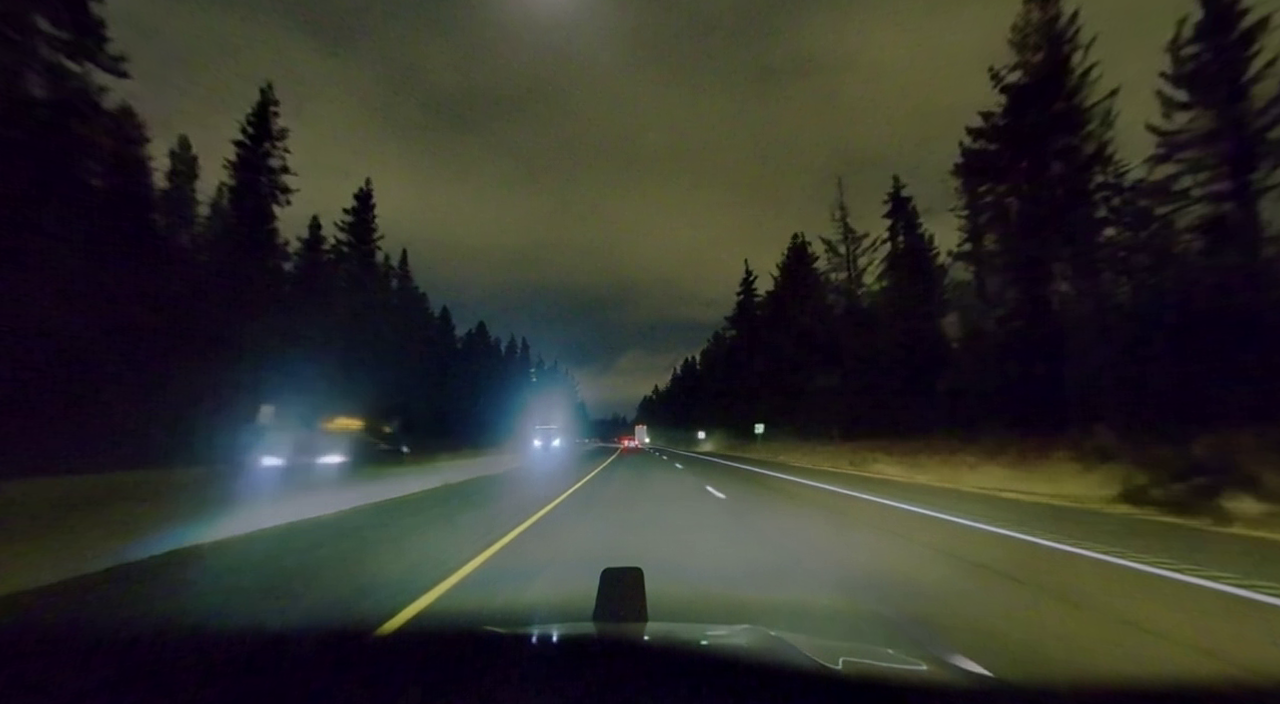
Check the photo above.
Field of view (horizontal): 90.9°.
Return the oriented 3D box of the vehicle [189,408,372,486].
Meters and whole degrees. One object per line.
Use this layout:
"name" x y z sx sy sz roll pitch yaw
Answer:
"vehicle" -9.542 2.602 17.378 2.147 1.836 4.829 0 -8 0
